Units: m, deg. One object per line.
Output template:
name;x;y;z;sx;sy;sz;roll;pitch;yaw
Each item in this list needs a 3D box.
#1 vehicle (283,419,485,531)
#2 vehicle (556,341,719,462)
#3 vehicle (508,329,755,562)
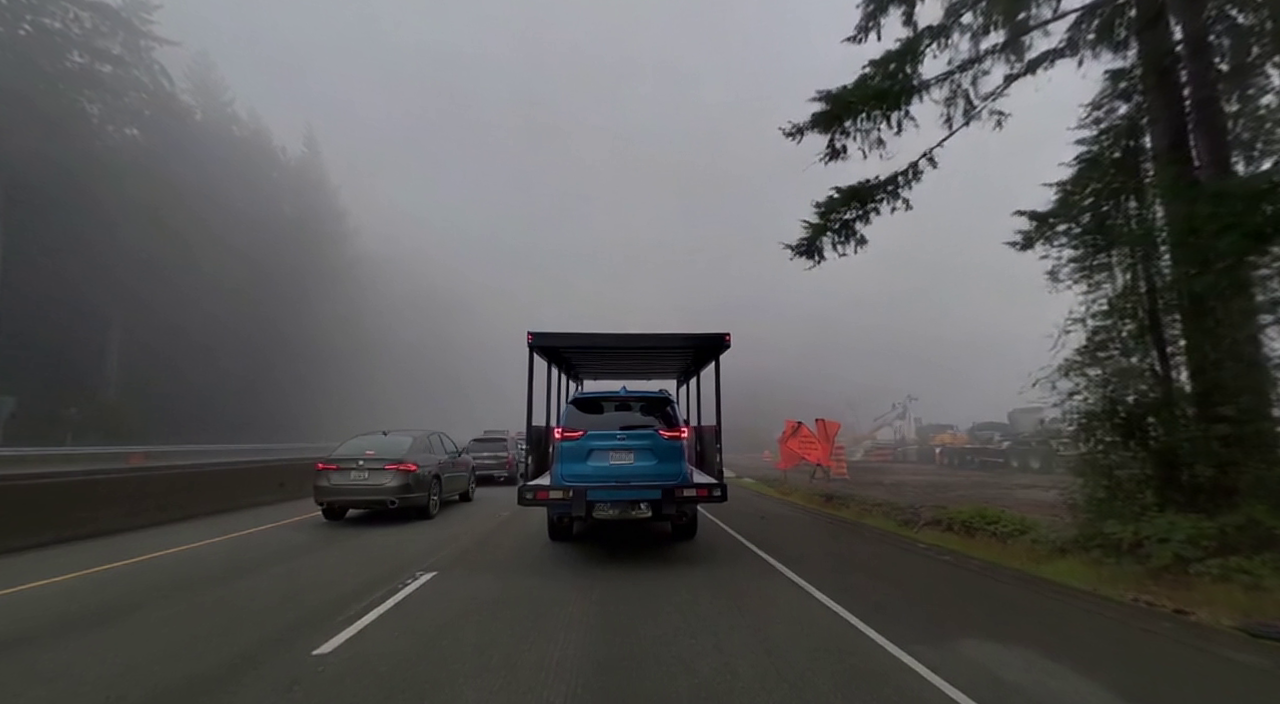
vehicle;-4.421;2.199;11.876;2.057;1.665;4.572;0;-8;-3
vehicle;-0.166;0.995;10.754;2.156;1.604;4.680;0;-9;-3
vehicle;-0.342;1.789;12.340;2.735;2.597;10.435;0;-8;-3
